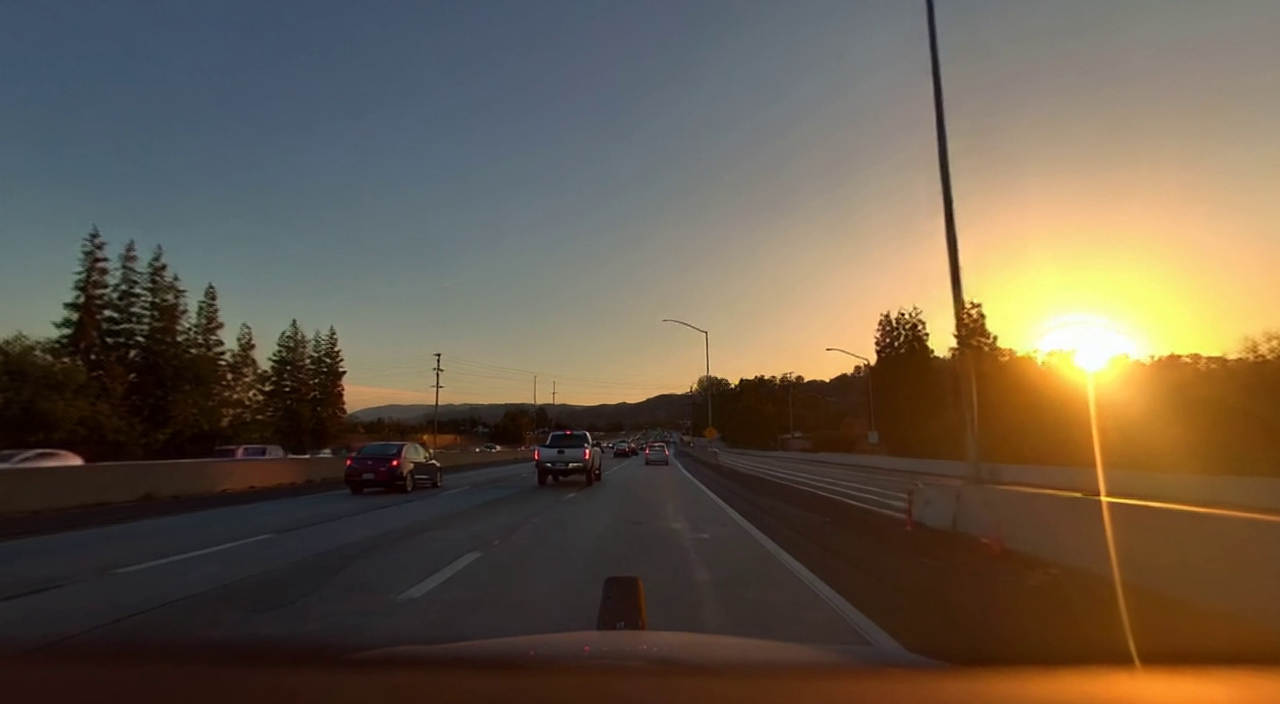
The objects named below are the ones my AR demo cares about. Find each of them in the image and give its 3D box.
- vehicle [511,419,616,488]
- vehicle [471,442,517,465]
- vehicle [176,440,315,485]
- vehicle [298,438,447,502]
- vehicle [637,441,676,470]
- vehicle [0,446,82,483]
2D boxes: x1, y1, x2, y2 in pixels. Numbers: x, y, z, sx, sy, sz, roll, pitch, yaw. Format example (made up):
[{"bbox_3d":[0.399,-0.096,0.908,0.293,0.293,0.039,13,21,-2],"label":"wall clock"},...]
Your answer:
[{"bbox_3d":[-2.481,3.610,22.626,2.815,2.092,6.526,0,-8,1],"label":"vehicle"},{"bbox_3d":[-9.847,6.862,42.745,1.915,1.472,4.502,0,-8,2],"label":"vehicle"},{"bbox_3d":[-14.278,4.006,23.150,1.938,1.475,4.760,0,-8,2],"label":"vehicle"},{"bbox_3d":[-6.974,3.090,16.993,1.964,1.481,4.425,0,-8,2],"label":"vehicle"},{"bbox_3d":[0.861,5.582,34.148,2.013,1.444,4.447,0,-8,1],"label":"vehicle"},{"bbox_3d":[-28.152,4.978,27.930,1.805,1.574,5.082,0,-8,2],"label":"vehicle"}]
